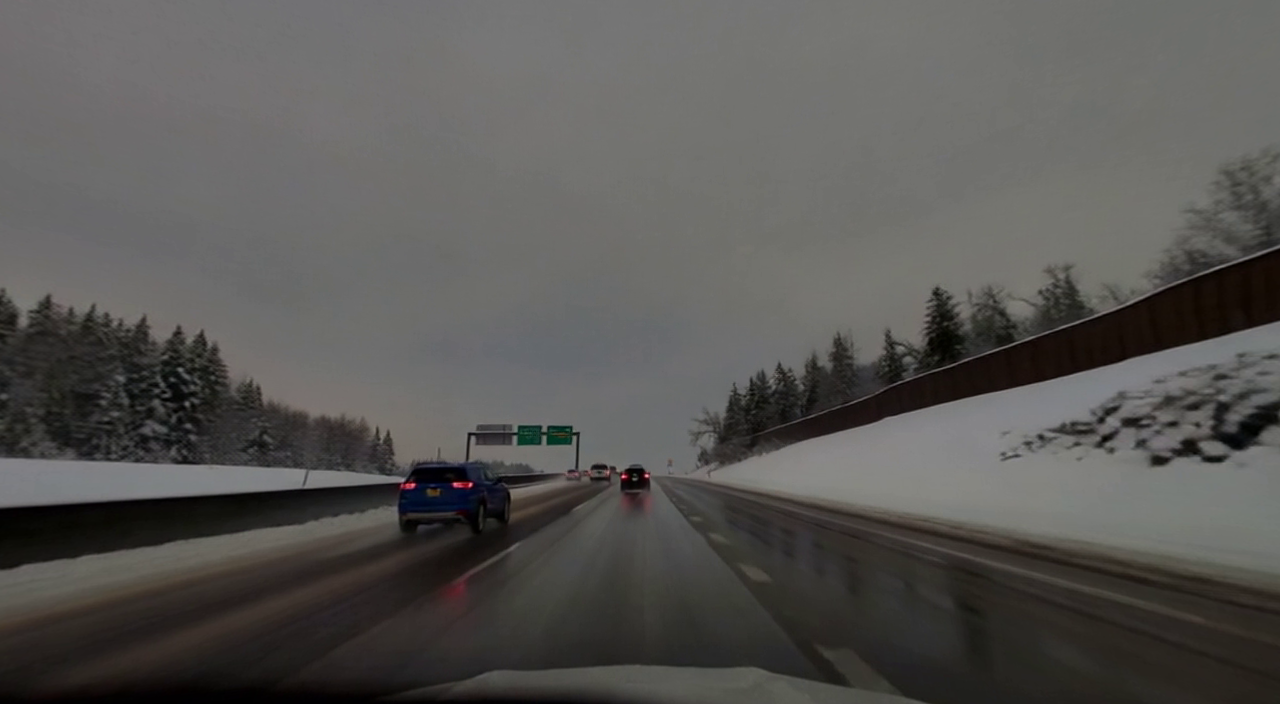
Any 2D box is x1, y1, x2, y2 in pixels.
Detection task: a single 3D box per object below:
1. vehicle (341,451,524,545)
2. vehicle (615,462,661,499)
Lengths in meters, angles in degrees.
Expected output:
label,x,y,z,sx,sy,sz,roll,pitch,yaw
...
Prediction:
label,x,y,z,sx,sy,sz,roll,pitch,yaw
vehicle,-3.925,2.890,12.981,2.102,1.521,4.687,1,-11,1
vehicle,-0.110,5.989,29.518,1.992,1.601,3.762,1,-11,-1
